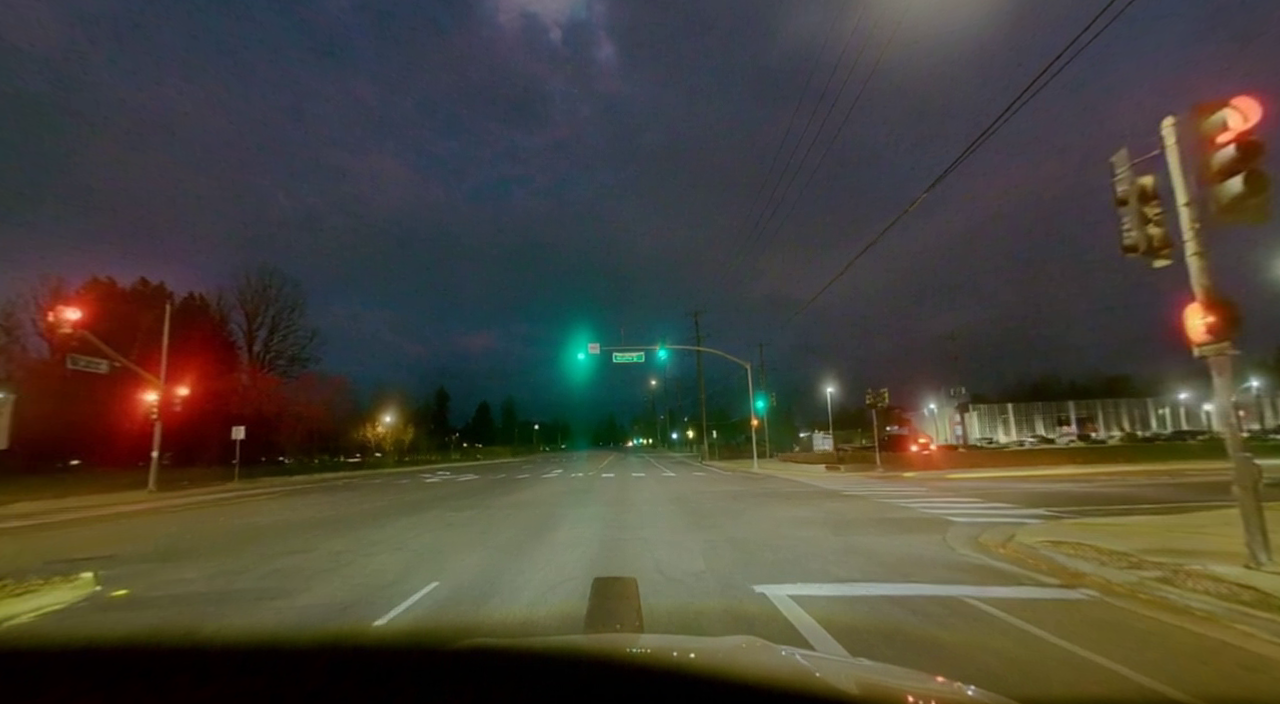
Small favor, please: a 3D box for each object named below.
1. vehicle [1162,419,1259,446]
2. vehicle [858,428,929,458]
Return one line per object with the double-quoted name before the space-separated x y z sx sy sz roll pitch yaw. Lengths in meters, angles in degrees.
"vehicle" 34.092 4.888 37.910 1.832 1.521 4.266 0 -9 0
"vehicle" 14.958 5.442 37.533 1.959 1.471 4.570 -4 -8 -4
